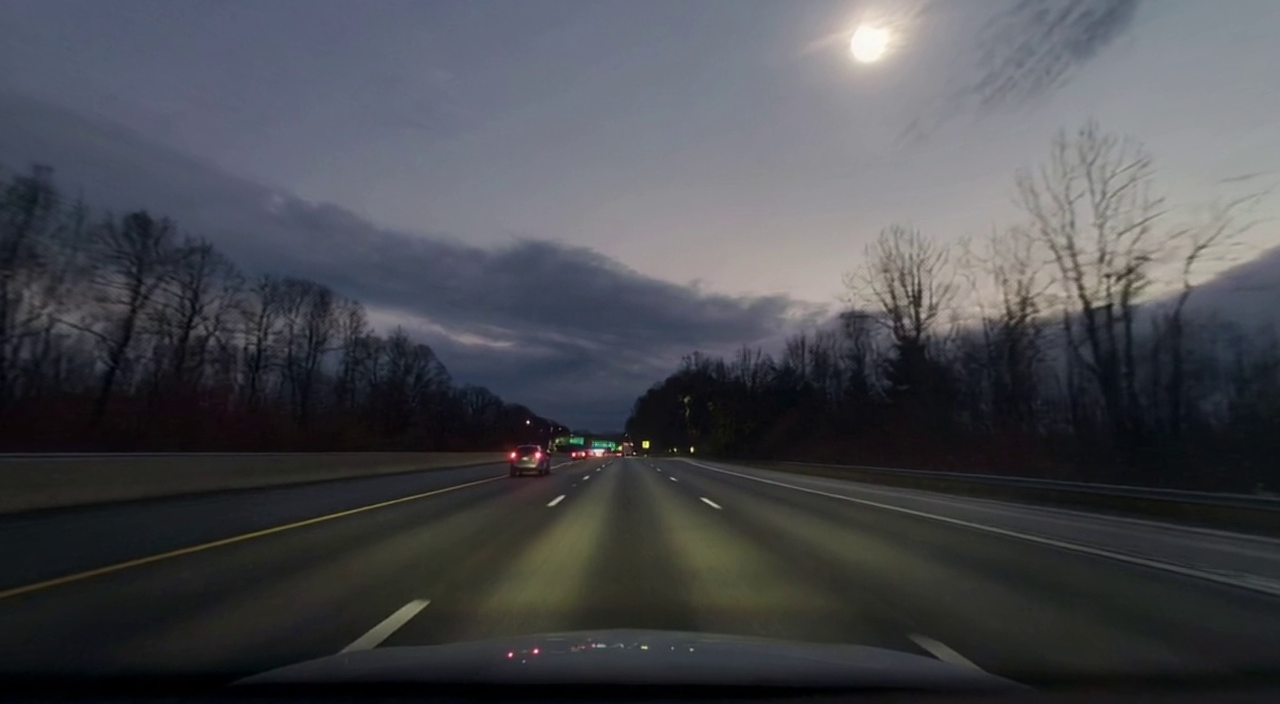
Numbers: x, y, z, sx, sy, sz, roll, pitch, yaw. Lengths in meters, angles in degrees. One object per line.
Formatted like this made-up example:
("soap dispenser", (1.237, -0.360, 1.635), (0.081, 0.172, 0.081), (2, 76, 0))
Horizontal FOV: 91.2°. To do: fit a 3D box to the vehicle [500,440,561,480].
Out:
("vehicle", (-5.057, 5.037, 29.546), (2.151, 1.693, 4.201), (0, -9, -1))
